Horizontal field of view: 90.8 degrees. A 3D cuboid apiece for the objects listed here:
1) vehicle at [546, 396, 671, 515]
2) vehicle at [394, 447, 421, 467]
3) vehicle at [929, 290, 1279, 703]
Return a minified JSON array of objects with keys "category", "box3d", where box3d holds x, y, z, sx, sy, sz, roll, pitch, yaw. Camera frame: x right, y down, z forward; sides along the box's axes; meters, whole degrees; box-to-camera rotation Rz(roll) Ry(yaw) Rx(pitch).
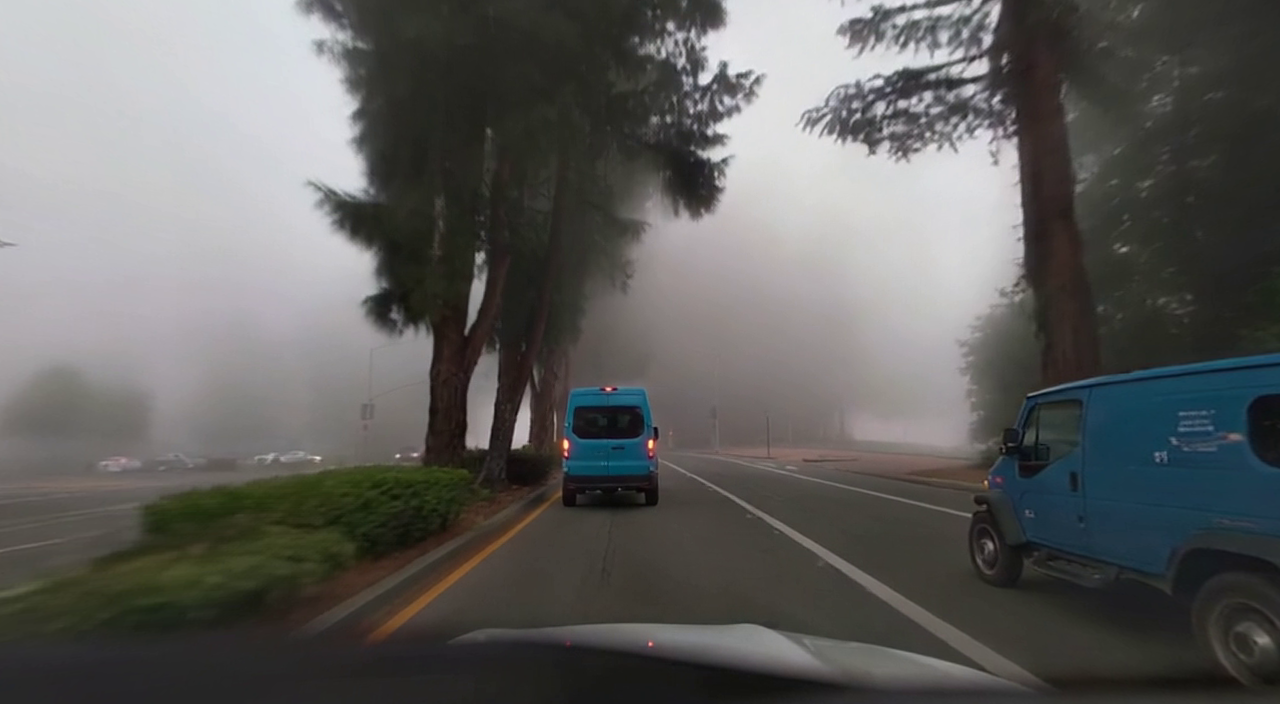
[{"category":"vehicle","box3d":[-0.517,2.102,13.124,2.145,2.046,4.309,0,-9,1]},{"category":"vehicle","box3d":[-18.073,8.163,49.224,1.833,1.504,4.141,3,-9,-18]},{"category":"vehicle","box3d":[3.753,0.862,3.928,1.988,1.873,3.968,0,-9,0]}]
